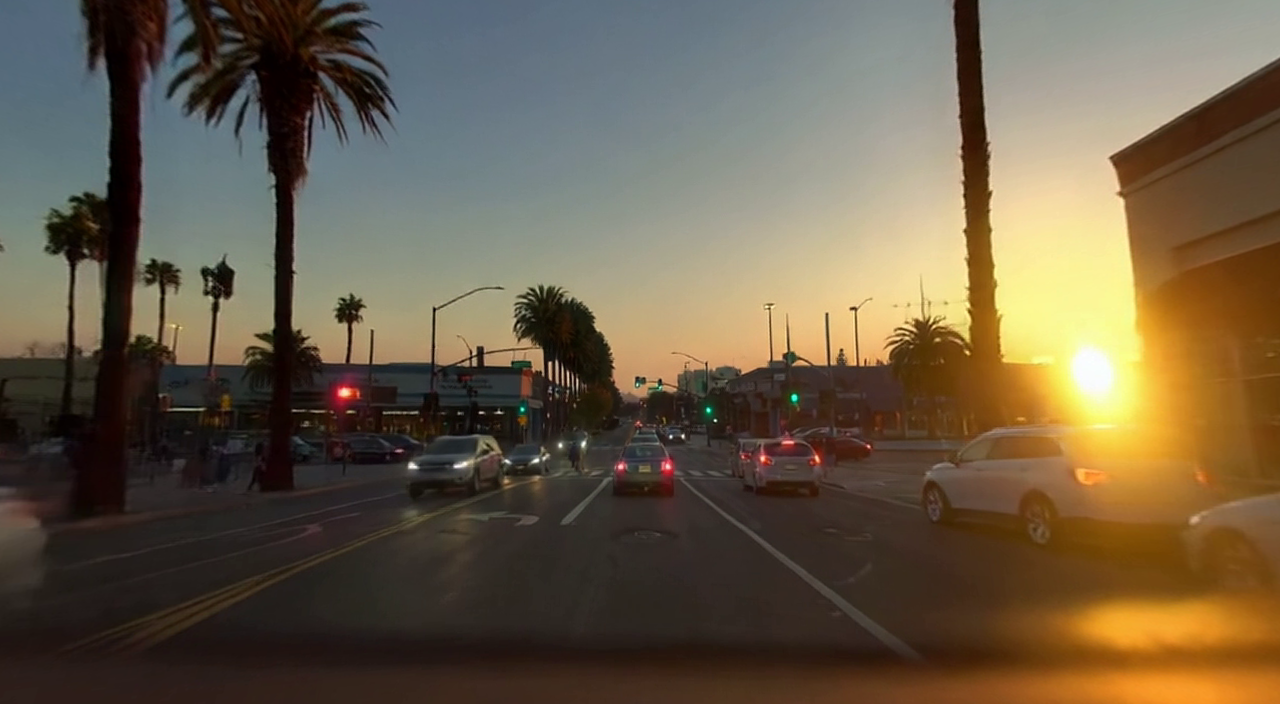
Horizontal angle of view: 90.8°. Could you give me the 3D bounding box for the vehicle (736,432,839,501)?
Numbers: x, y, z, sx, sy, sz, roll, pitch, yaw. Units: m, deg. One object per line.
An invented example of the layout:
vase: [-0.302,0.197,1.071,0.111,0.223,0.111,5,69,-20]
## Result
vehicle: [4.043,3.212,18.130,2.070,1.711,4.480,-1,-8,3]

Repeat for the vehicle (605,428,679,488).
vehicle: [0.020,3.549,21.491,2.264,1.798,4.531,0,-8,-1]

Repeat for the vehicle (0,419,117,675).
vehicle: [-4.805,0.958,2.321,2.092,1.504,4.374,0,-8,-2]

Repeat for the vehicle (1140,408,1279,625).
vehicle: [6.161,1.173,4.079,2.008,1.729,4.647,0,-8,0]

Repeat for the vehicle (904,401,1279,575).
vehicle: [6.195,1.869,9.626,1.981,1.893,5.238,0,-8,-1]

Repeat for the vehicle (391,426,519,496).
vehicle: [-5.196,3.149,18.627,2.341,1.762,4.865,0,-8,-1]

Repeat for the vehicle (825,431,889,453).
vehicle: [16.996,7.035,49.552,4.304,1.685,1.947,0,-8,0]

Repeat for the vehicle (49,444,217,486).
vehicle: [-19.582,4.329,24.641,1.759,1.457,4.727,-6,-10,37]

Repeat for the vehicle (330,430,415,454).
vehicle: [-20.805,7.014,49.267,5.674,1.804,2.190,-1,-8,6]
